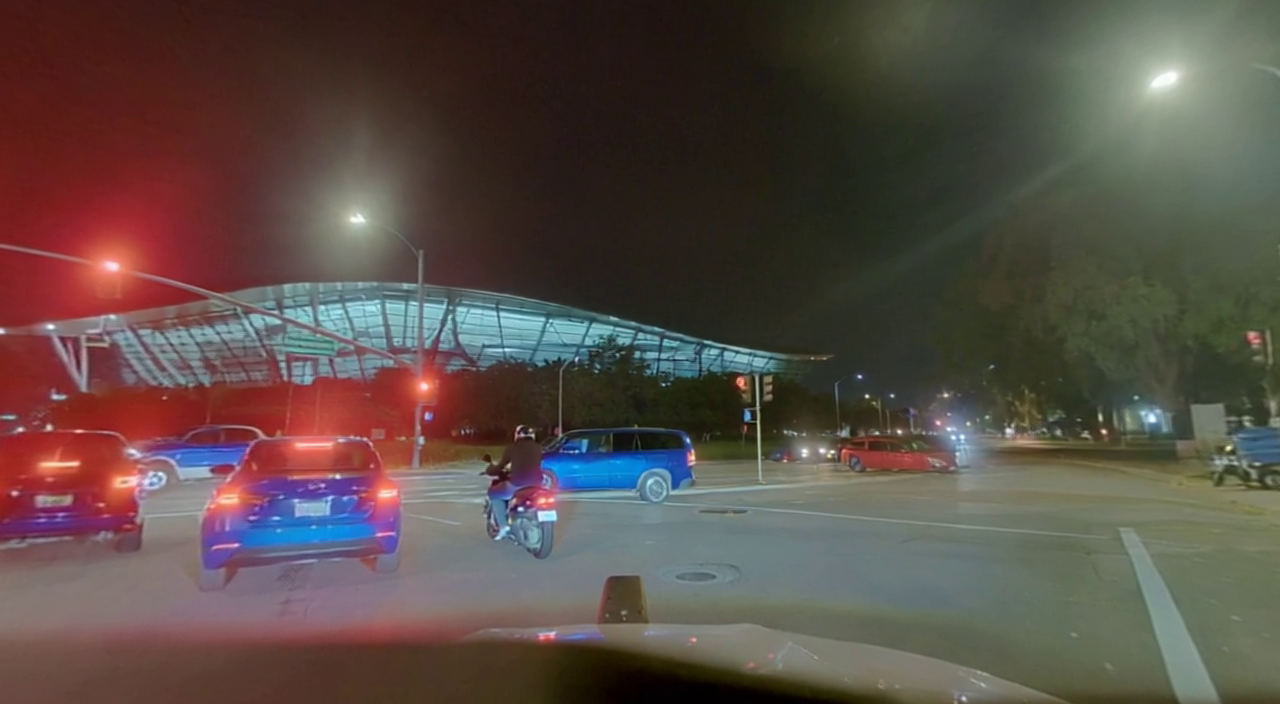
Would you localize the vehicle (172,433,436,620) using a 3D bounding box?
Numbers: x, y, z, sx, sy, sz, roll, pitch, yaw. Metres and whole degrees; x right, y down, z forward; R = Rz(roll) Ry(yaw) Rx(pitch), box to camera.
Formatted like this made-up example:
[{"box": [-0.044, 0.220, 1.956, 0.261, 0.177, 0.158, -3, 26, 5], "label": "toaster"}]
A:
[{"box": [-4.077, 1.710, 7.301, 2.009, 1.450, 4.182, 6, -10, -35], "label": "vehicle"}]

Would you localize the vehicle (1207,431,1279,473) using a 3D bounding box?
[{"box": [23.772, 3.835, 24.384, 1.872, 1.467, 4.385, -5, -10, 31], "label": "vehicle"}]

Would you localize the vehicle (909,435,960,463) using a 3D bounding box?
[{"box": [17.522, 5.754, 37.395, 2.024, 1.543, 4.028, -6, -10, 33], "label": "vehicle"}]

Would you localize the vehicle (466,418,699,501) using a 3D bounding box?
[{"box": [-1.580, 2.835, 17.024, 5.833, 1.960, 2.341, 2, -9, -18], "label": "vehicle"}]

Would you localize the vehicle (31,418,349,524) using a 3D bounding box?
[{"box": [-8.229, 2.185, 11.821, 4.583, 1.755, 1.936, -1, -8, 6], "label": "vehicle"}]

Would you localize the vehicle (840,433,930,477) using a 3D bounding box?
[{"box": [10.321, 4.244, 26.378, 2.084, 1.656, 4.583, -7, -11, 38], "label": "vehicle"}]
